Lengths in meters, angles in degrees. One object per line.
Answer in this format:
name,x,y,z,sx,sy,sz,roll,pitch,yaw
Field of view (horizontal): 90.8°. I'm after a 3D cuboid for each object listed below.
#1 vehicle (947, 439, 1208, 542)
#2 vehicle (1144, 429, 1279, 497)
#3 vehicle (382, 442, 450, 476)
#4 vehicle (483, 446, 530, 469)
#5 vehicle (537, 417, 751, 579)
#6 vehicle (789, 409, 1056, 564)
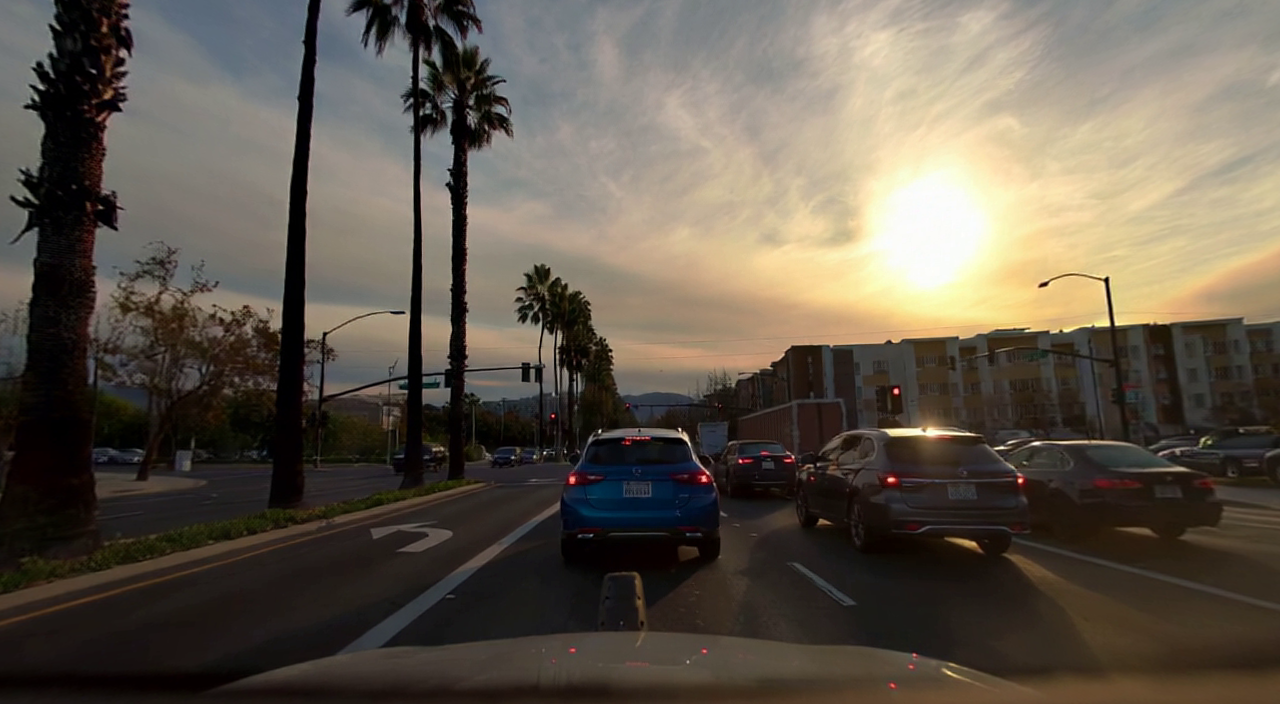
vehicle,7.368,2.328,11.254,1.832,1.477,3.981,0,-9,1
vehicle,18.056,3.211,18.449,4.786,1.848,2.107,0,-9,-1
vehicle,-12.491,5.980,35.605,2.180,1.776,4.521,0,-9,0
vehicle,-9.172,7.304,43.877,2.168,1.462,4.505,0,-9,1
vehicle,0.030,1.736,8.253,2.083,1.572,4.021,0,-9,0
vehicle,3.668,1.824,9.218,1.947,1.725,4.159,0,-9,0
